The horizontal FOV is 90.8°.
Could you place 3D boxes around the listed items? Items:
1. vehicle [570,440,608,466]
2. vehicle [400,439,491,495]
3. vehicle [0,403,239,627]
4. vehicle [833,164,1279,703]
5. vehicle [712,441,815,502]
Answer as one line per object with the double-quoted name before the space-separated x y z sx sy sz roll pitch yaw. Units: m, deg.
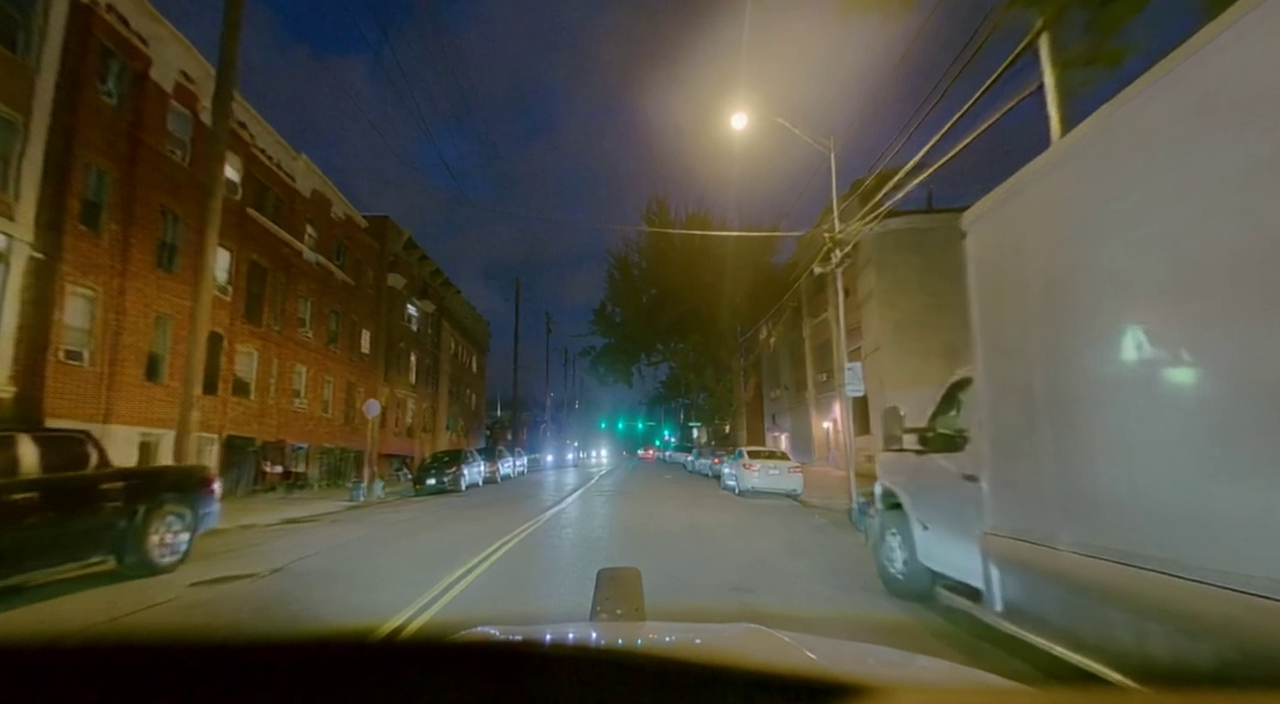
"vehicle" -3.771 7.556 47.610 2.236 1.834 4.743 -1 -8 3
"vehicle" -6.833 4.060 22.803 1.930 1.756 4.955 0 -8 -3
"vehicle" -6.638 1.452 5.728 2.259 1.899 5.643 0 -8 0
"vehicle" 3.161 0.766 3.300 2.480 2.230 5.704 0 -8 0
"vehicle" 3.274 3.263 17.711 1.885 1.464 4.466 0 -8 -1
